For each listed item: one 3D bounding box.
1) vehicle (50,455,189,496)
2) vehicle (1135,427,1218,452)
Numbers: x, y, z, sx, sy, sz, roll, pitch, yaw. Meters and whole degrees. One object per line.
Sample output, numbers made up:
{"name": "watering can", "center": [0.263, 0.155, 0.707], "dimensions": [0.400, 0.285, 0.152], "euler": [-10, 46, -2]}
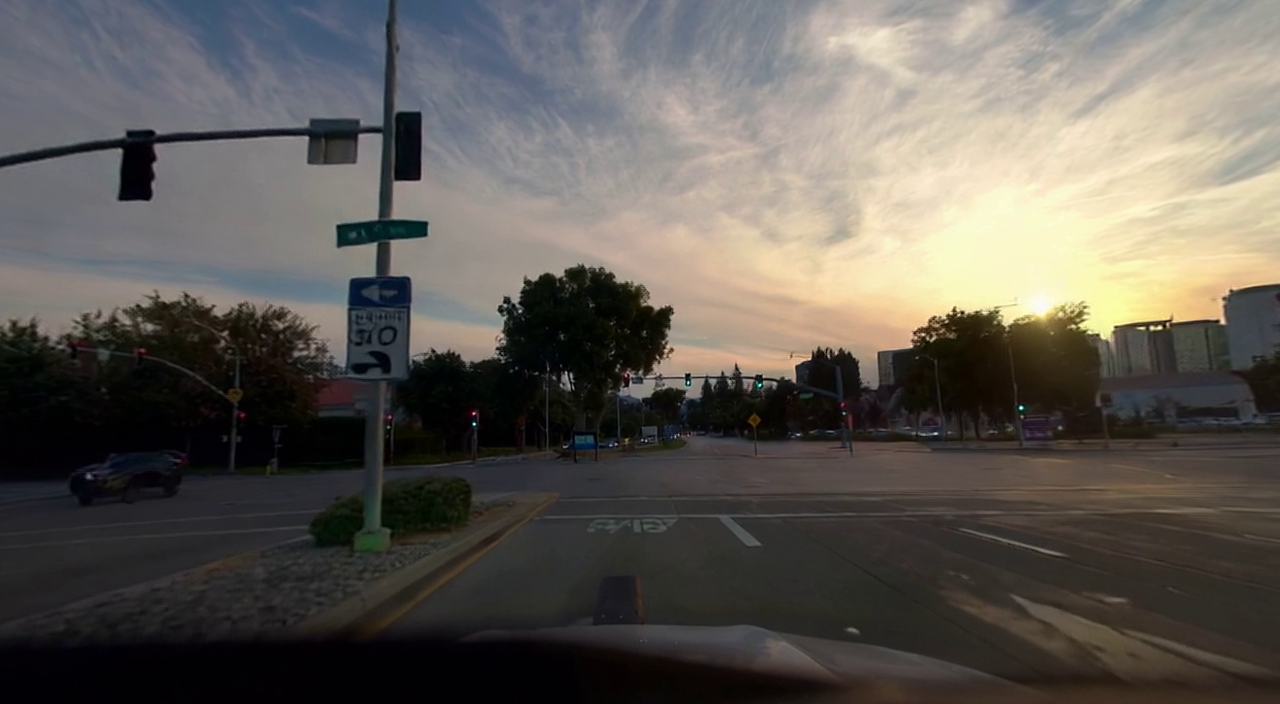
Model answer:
{"name": "vehicle", "center": [-24.428, 5.775, 29.745], "dimensions": [4.706, 1.734, 2.253], "euler": [-1, -8, 6]}
{"name": "vehicle", "center": [40.200, 6.614, 47.536], "dimensions": [2.173, 1.751, 4.931], "euler": [-1, -8, 5]}
